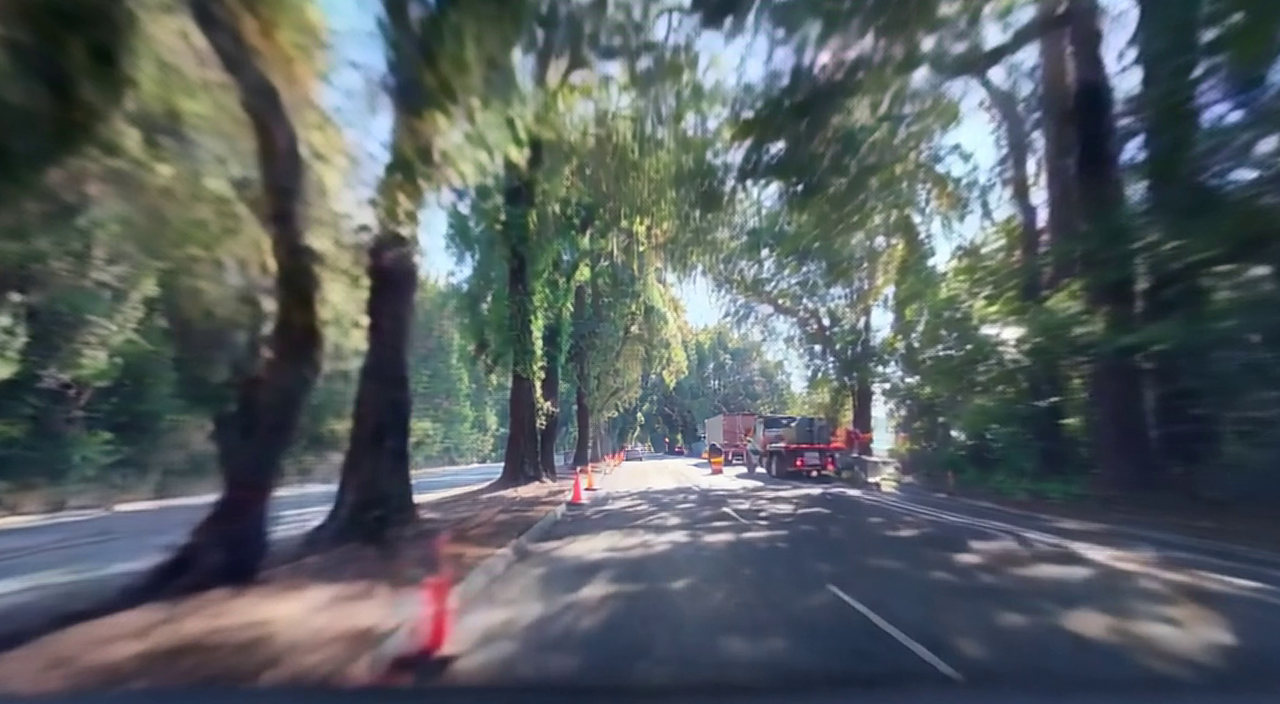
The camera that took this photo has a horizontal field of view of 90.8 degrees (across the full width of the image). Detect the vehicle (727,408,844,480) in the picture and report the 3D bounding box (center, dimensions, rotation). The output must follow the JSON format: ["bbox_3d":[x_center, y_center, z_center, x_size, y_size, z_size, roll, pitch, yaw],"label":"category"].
[{"bbox_3d":[6.388,4.125,28.362,2.390,2.899,4.603,6,-10,-35],"label":"vehicle"}]
